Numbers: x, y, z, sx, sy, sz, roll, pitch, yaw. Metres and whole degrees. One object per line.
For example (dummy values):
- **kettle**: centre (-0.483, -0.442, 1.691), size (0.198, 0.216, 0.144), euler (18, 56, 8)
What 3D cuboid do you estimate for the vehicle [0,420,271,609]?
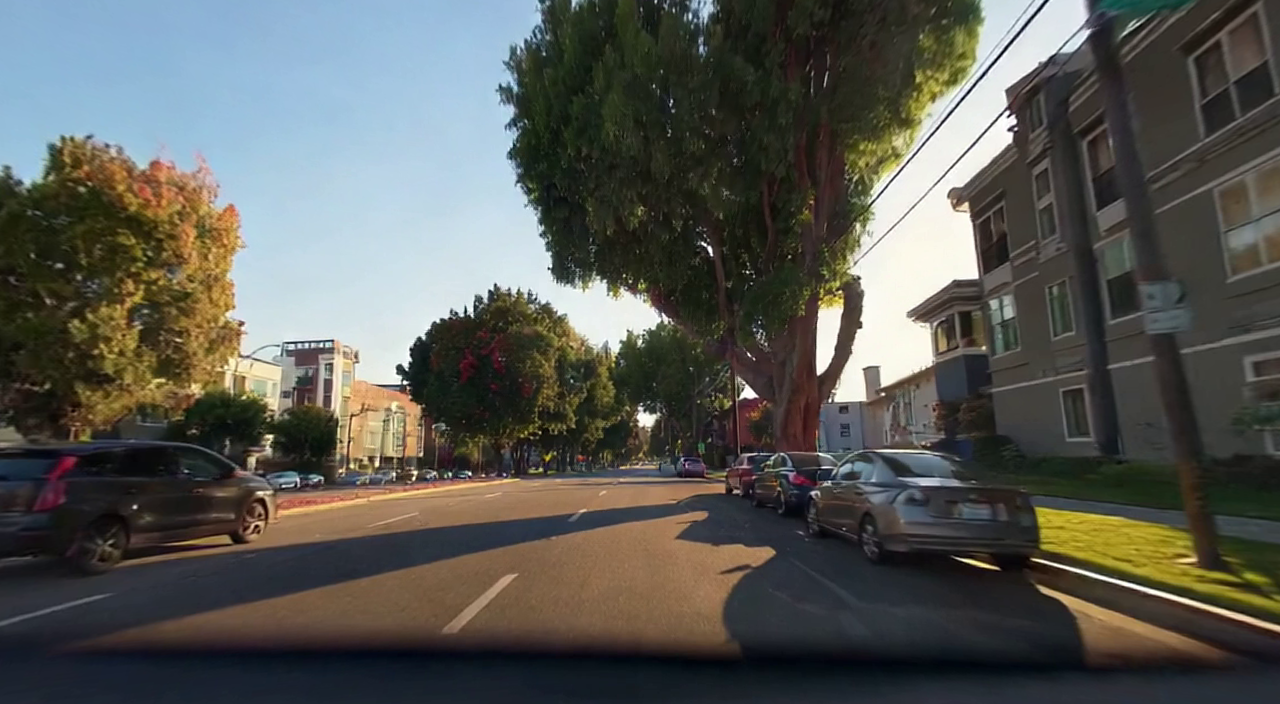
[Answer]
- **vehicle**: centre (-6.708, 1.719, 7.408), size (2.000, 1.671, 4.497), euler (0, -8, 0)

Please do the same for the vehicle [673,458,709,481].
- **vehicle**: centre (3.684, 8.614, 46.402), size (2.259, 1.500, 4.474), euler (0, -8, 0)

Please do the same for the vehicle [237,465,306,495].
- **vehicle**: centre (-25.603, 8.879, 44.051), size (1.894, 1.787, 4.711), euler (0, -8, 1)

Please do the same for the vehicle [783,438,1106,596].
- **vehicle**: centre (3.415, 1.912, 8.341), size (2.016, 1.477, 4.620), euler (0, -8, 1)
